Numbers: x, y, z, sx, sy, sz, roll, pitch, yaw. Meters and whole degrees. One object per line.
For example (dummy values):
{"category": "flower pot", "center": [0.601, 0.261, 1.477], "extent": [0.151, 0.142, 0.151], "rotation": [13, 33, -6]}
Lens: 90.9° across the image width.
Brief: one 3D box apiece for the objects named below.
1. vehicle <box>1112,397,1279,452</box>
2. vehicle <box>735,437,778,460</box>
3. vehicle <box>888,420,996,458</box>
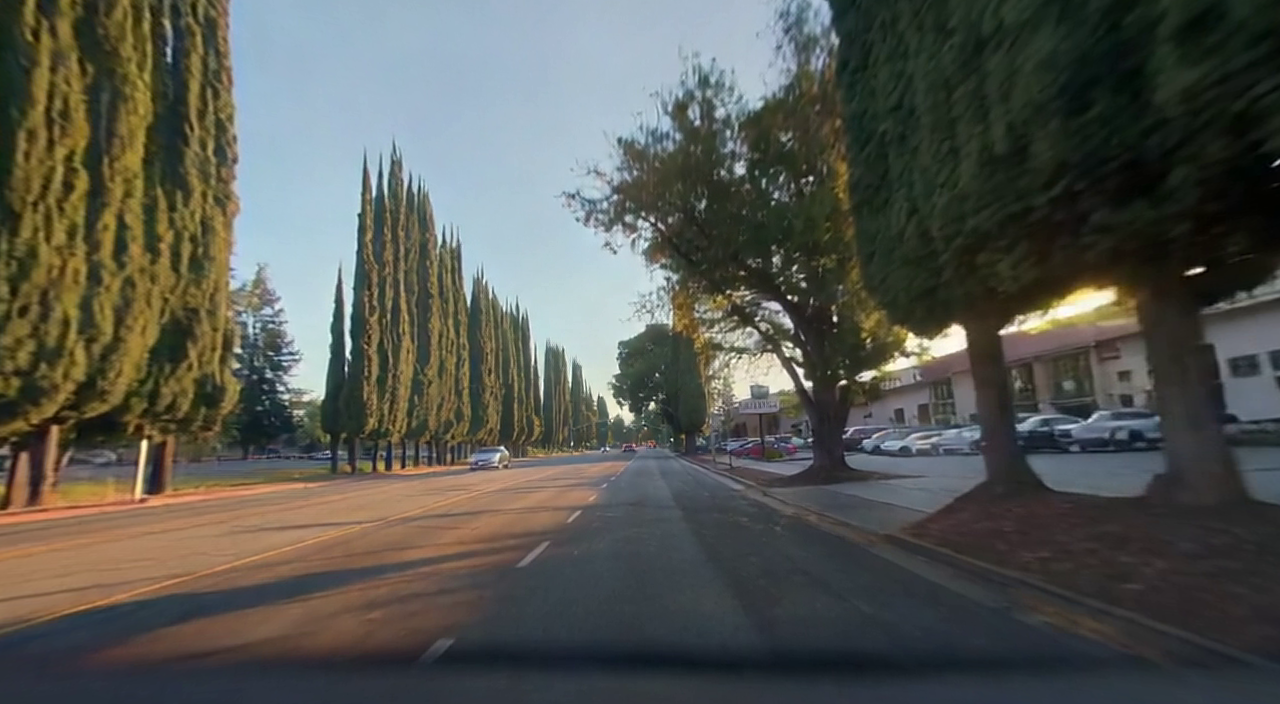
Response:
{"category": "vehicle", "center": [19.905, 2.631, 22.480], "extent": [4.419, 1.603, 1.930], "rotation": [-7, -10, 23]}
{"category": "vehicle", "center": [8.304, 6.929, 45.328], "extent": [2.056, 1.449, 4.679], "rotation": [-1, -8, -2]}
{"category": "vehicle", "center": [14.816, 4.312, 30.974], "extent": [4.387, 1.532, 1.930], "rotation": [-9, -12, 34]}
